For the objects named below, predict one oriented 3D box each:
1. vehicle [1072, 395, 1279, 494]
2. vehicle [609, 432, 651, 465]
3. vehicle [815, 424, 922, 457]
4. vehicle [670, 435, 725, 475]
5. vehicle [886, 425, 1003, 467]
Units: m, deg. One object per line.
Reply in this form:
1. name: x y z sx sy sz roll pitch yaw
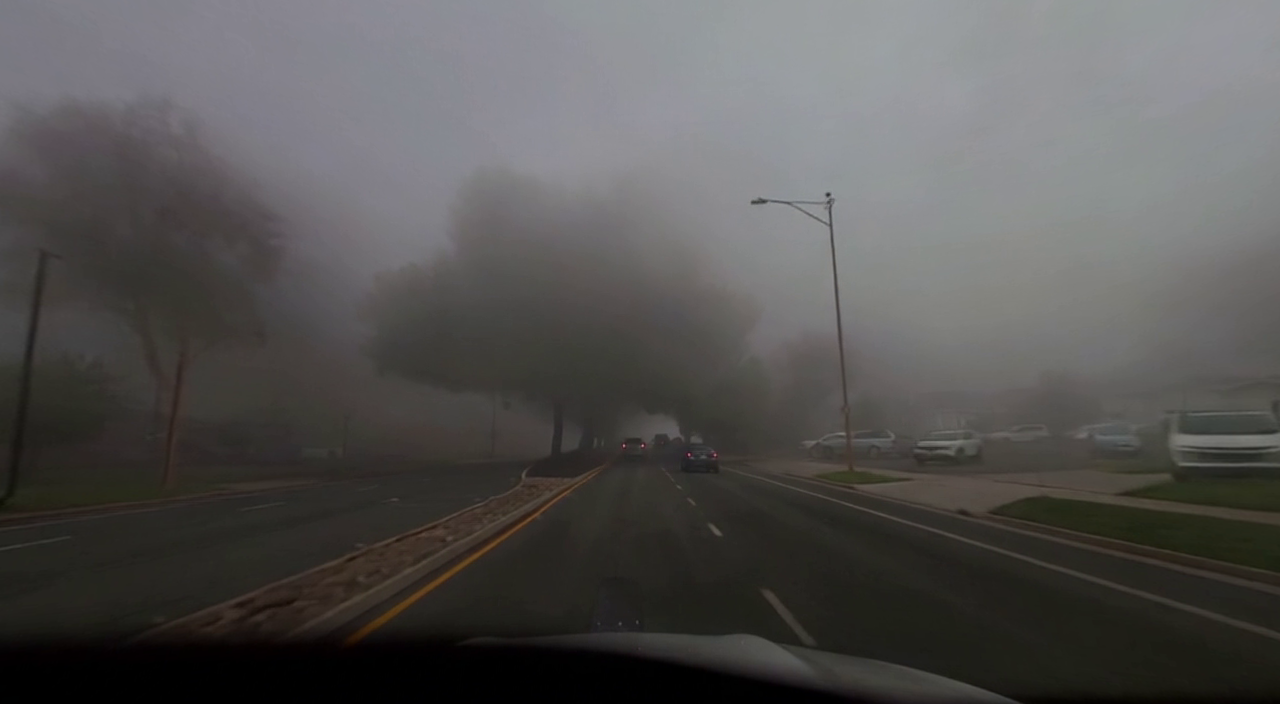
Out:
1. vehicle: 11.157 1.796 12.232 2.047 1.682 4.074 7 -11 -40
2. vehicle: -0.657 6.034 39.545 2.488 1.881 4.814 0 -8 -1
3. vehicle: 11.308 4.447 31.515 4.557 1.509 1.971 -8 -12 44
4. vehicle: 2.466 4.543 28.026 2.003 1.614 4.072 0 -8 -1
5. vehicle: 11.415 3.544 23.837 1.799 1.431 3.486 8 -11 -43
